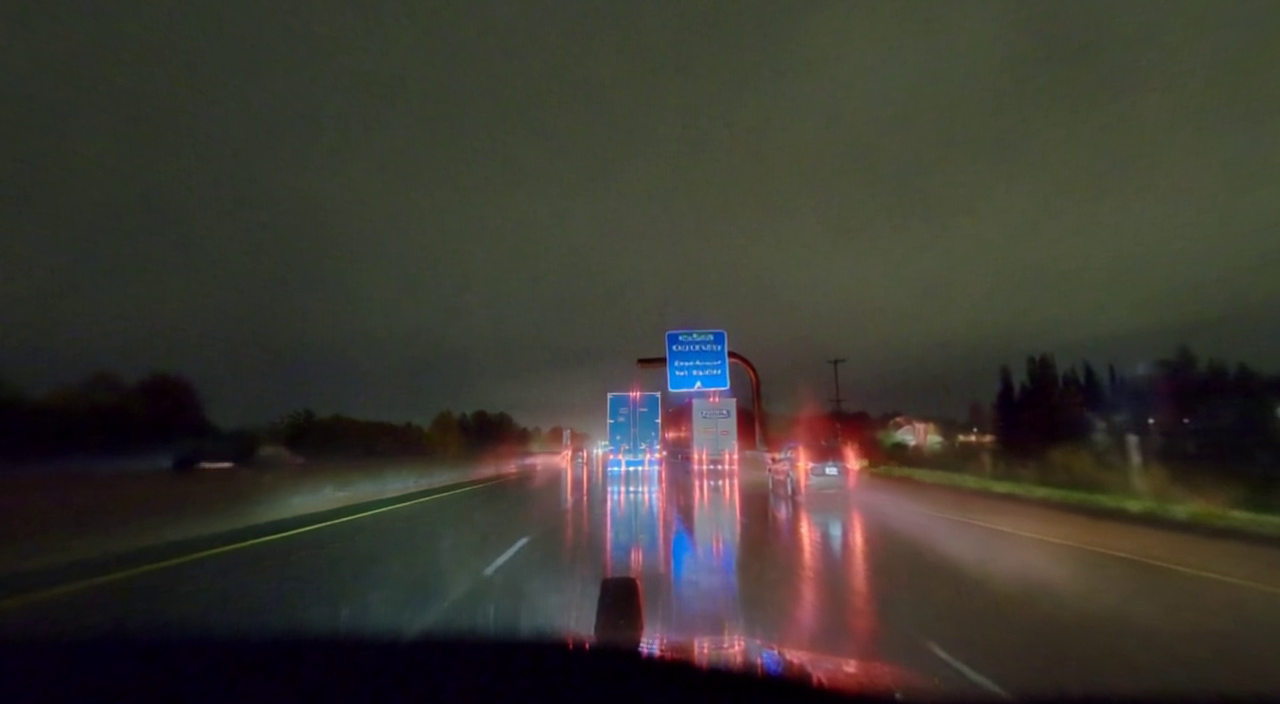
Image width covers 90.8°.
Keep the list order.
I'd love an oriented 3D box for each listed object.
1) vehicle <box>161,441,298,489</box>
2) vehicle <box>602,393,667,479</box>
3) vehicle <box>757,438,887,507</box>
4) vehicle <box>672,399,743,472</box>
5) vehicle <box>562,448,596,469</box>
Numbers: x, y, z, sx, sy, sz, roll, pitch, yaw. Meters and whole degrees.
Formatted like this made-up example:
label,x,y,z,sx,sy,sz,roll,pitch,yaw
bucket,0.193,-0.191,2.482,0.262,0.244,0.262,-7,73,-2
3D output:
label,x,y,z,sx,sy,sz,roll,pitch,yaw
vehicle,-15.943,4.392,24.911,1.987,1.686,5.070,0,-9,0
vehicle,-0.284,4.470,32.856,2.864,3.805,9.709,0,-9,-1
vehicle,4.530,3.094,16.621,2.086,1.530,4.808,0,-9,1
vehicle,4.213,5.862,43.093,3.044,4.128,14.482,0,-9,-1
vehicle,-4.364,7.677,45.651,2.067,1.452,4.085,0,-9,0
